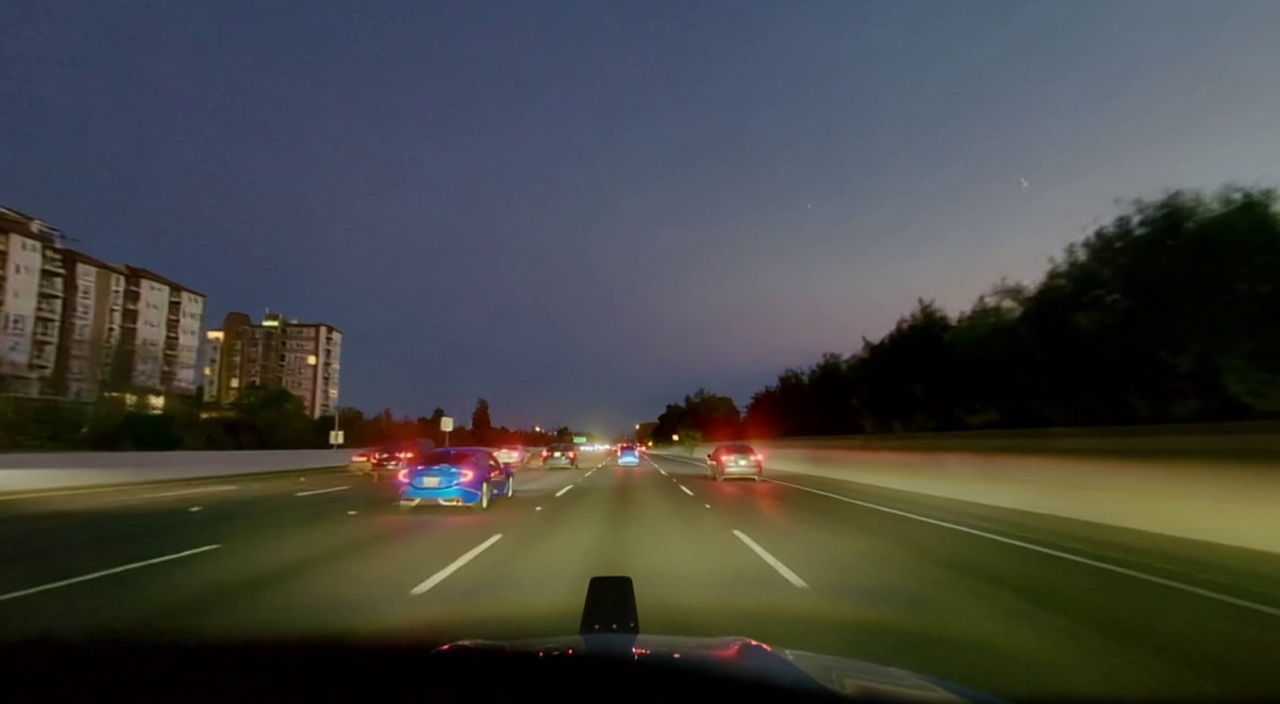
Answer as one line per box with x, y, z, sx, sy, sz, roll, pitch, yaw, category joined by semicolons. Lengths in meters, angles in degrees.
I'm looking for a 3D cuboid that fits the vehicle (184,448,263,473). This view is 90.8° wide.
-26.159;6.781;39.869;1.816;1.457;4.598;0;-8;0;vehicle

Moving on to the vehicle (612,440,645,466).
-0.741;6.633;41.712;2.053;1.650;3.945;0;-8;-1;vehicle

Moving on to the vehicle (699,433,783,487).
3.352;3.684;21.918;2.061;1.658;4.417;0;-8;-2;vehicle

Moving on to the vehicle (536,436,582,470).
-4.481;5.655;35.467;2.044;1.774;4.329;0;-8;-1;vehicle

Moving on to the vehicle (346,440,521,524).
-3.988;2.578;13.191;2.124;1.426;4.444;0;-8;0;vehicle
